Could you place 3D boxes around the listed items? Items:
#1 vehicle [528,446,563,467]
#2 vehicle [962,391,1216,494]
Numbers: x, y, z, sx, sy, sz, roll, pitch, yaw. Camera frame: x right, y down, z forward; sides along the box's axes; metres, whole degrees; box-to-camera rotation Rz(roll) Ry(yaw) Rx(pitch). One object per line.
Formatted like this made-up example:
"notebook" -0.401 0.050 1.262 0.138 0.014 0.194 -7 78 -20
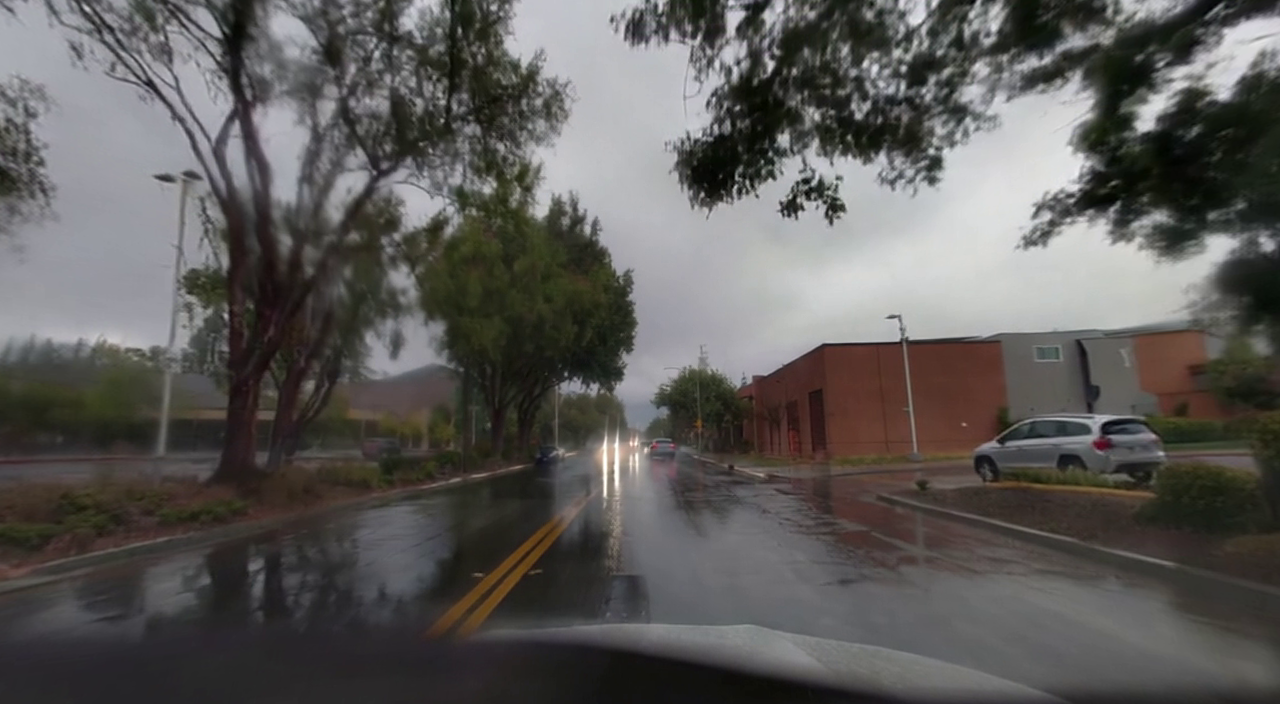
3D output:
"vehicle" -7.021 7.789 47.166 1.930 1.463 4.195 0 -9 0
"vehicle" 9.304 2.054 13.748 2.018 1.840 4.662 1 -10 0
